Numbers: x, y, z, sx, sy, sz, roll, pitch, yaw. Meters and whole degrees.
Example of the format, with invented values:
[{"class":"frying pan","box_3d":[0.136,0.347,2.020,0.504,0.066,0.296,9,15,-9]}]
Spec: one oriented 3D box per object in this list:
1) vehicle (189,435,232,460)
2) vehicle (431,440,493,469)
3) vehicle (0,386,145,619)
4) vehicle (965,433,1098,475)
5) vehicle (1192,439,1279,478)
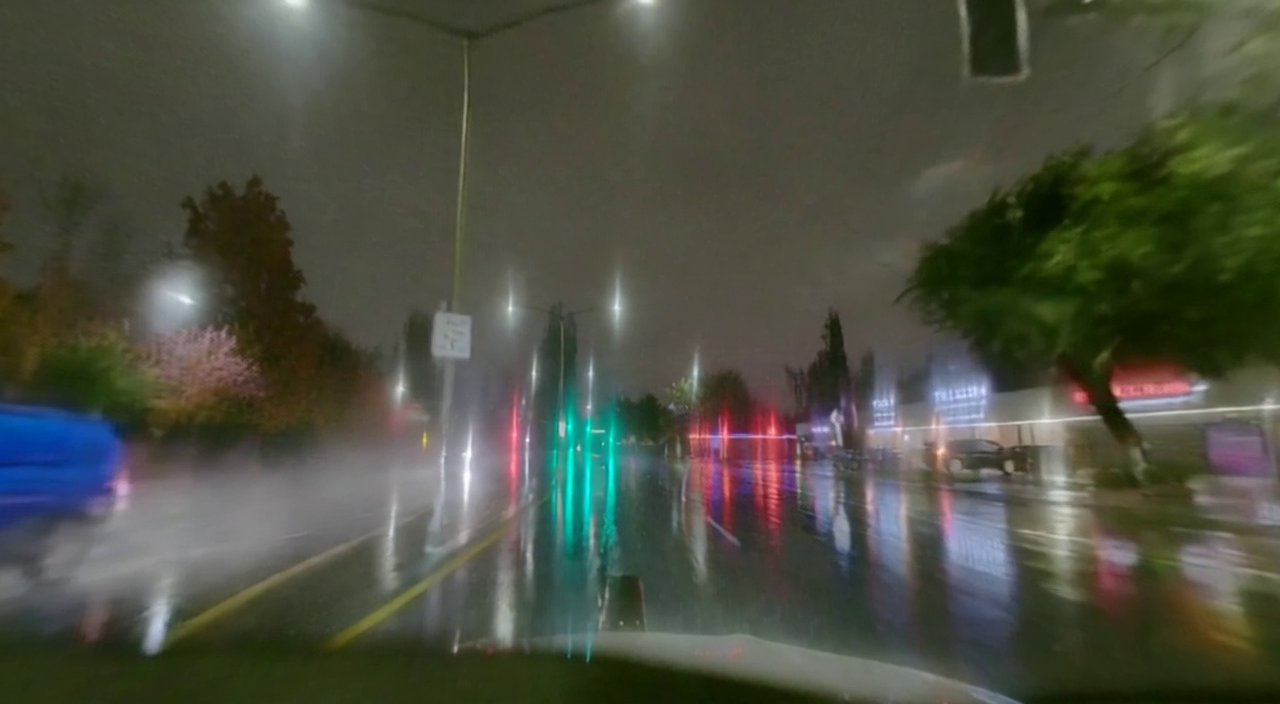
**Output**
[{"class":"vehicle","box_3d":[-33.579,7.480,49.480,2.072,1.840,5.198,4,-10,-27]},{"class":"vehicle","box_3d":[-9.772,5.631,35.003,2.094,1.485,4.446,0,-9,1]},{"class":"vehicle","box_3d":[-5.638,0.999,3.872,2.057,1.709,4.590,1,-9,-10]},{"class":"vehicle","box_3d":[17.217,4.539,27.956,4.481,1.685,2.195,2,-10,-4]},{"class":"vehicle","box_3d":[30.730,5.223,30.981,5.610,1.800,2.254,2,-9,-8]}]
